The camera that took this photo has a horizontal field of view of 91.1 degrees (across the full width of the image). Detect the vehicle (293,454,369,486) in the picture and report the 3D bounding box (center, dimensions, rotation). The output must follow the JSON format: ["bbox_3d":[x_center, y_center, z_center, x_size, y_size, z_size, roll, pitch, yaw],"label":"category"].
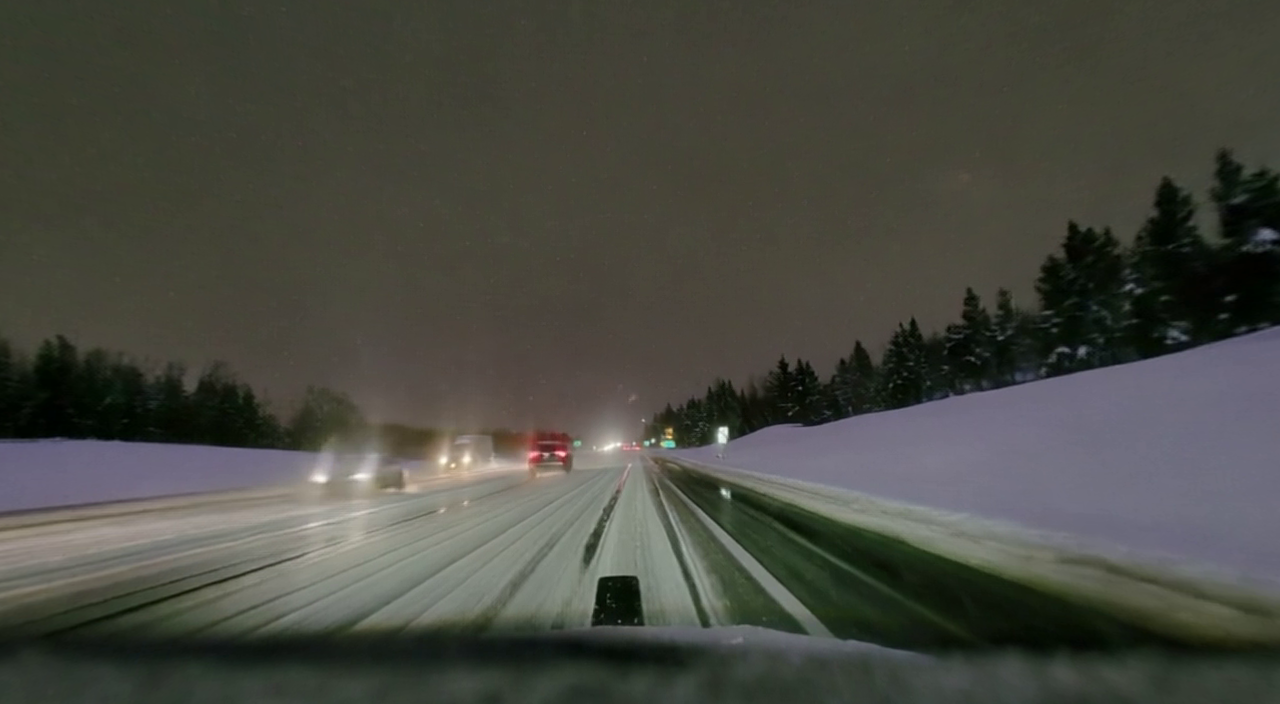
[{"bbox_3d":[-16.199,6.189,33.223,1.814,1.567,4.236,0,-9,0],"label":"vehicle"}]

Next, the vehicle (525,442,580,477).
[{"bbox_3d":[-4.479,5.571,32.748,2.139,1.577,4.546,-3,-9,0],"label":"vehicle"}]
